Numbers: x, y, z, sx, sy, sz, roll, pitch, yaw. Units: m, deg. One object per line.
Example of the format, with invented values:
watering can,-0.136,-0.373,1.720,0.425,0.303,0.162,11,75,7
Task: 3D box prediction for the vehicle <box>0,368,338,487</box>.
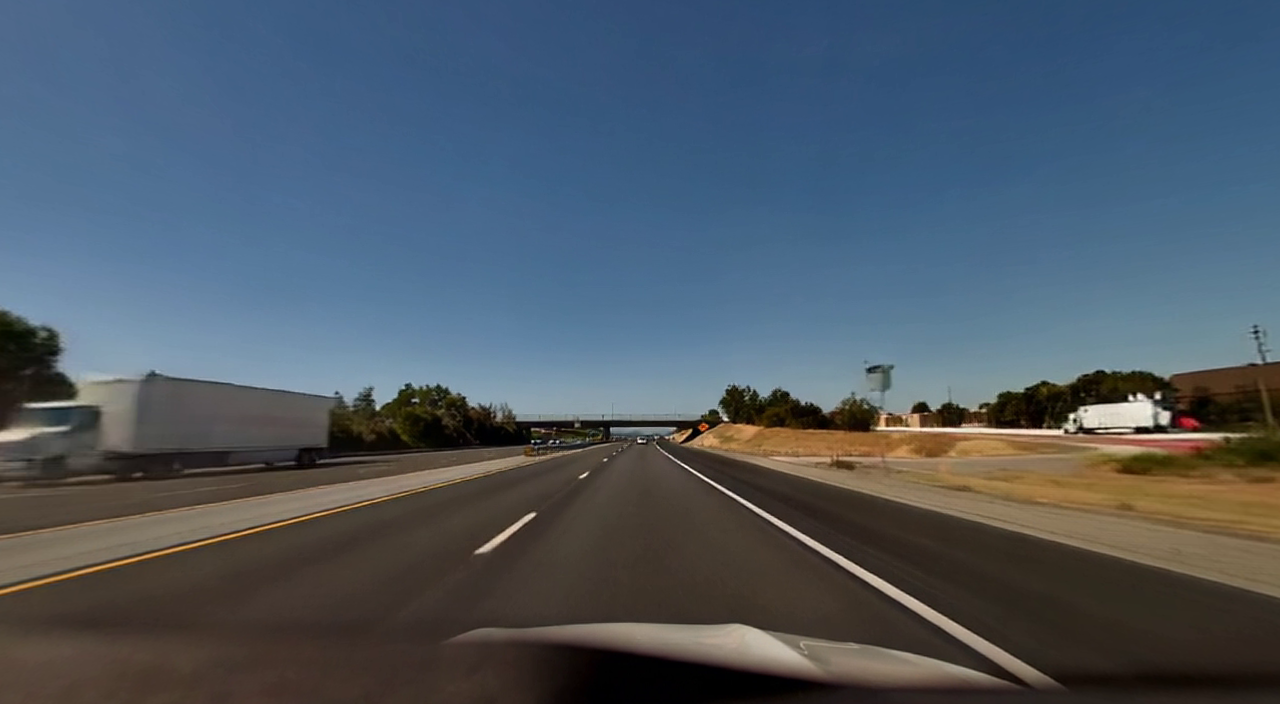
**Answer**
vehicle,-20.996,3.823,30.255,3.342,3.886,19.463,-1,-8,0
